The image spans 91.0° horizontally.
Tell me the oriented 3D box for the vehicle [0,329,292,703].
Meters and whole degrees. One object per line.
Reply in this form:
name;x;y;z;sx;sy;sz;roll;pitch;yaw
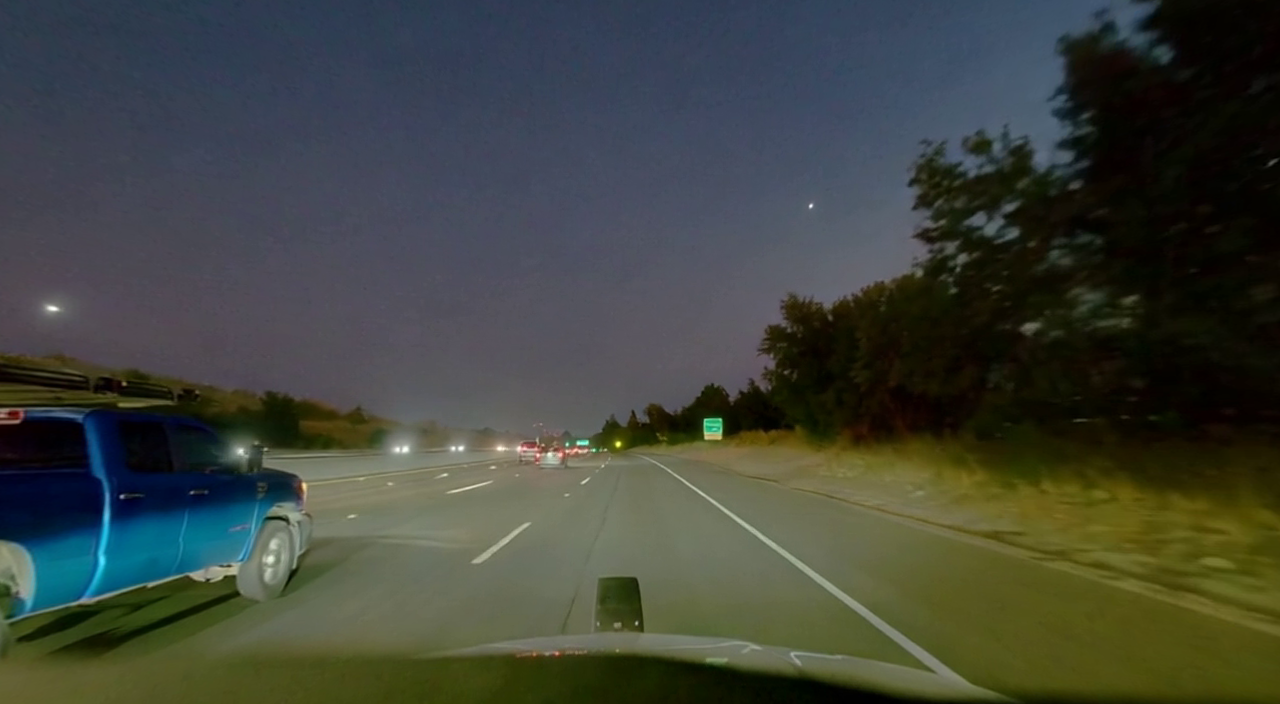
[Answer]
vehicle;-3.862;0.762;2.331;2.200;1.807;5.041;0;-9;1

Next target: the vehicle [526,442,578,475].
vehicle;-4.325;5.323;31.737;2.012;1.509;4.359;0;-9;0
